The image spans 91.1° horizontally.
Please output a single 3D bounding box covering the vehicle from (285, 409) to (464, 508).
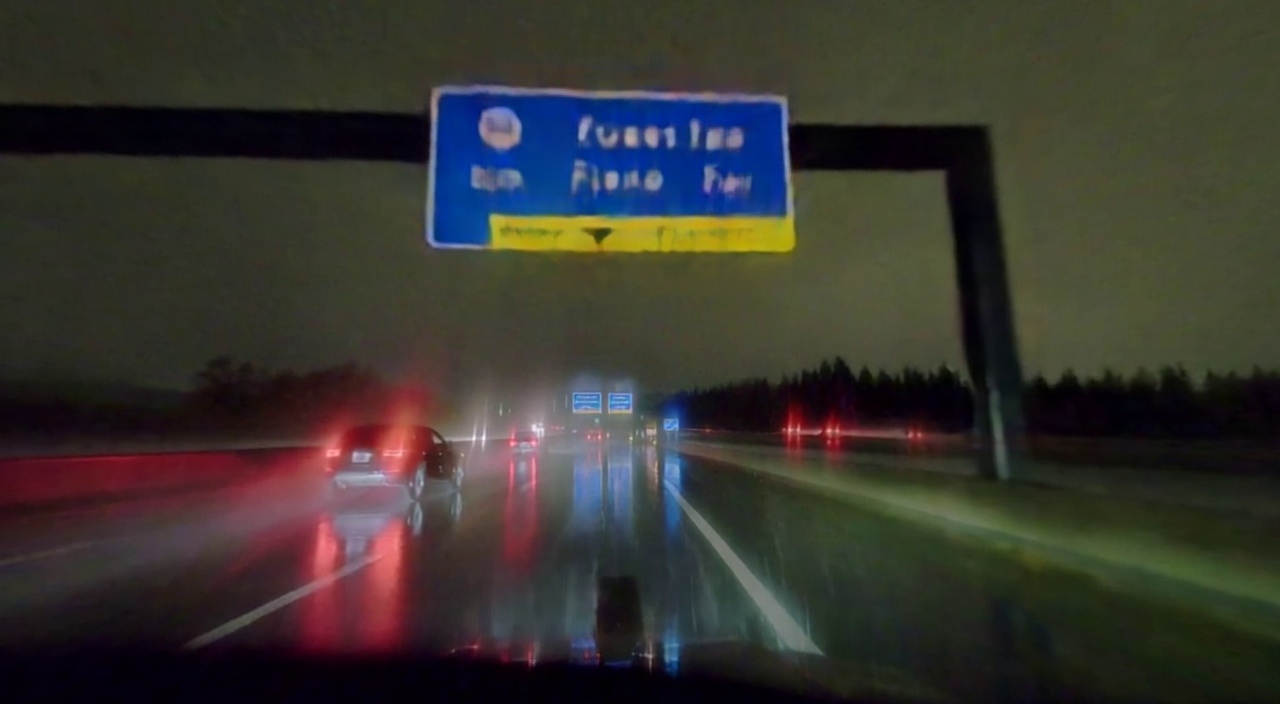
[{"bbox_3d":[-5.250,2.156,13.153,2.007,1.727,4.040,0,-8,-1],"label":"vehicle"}]
